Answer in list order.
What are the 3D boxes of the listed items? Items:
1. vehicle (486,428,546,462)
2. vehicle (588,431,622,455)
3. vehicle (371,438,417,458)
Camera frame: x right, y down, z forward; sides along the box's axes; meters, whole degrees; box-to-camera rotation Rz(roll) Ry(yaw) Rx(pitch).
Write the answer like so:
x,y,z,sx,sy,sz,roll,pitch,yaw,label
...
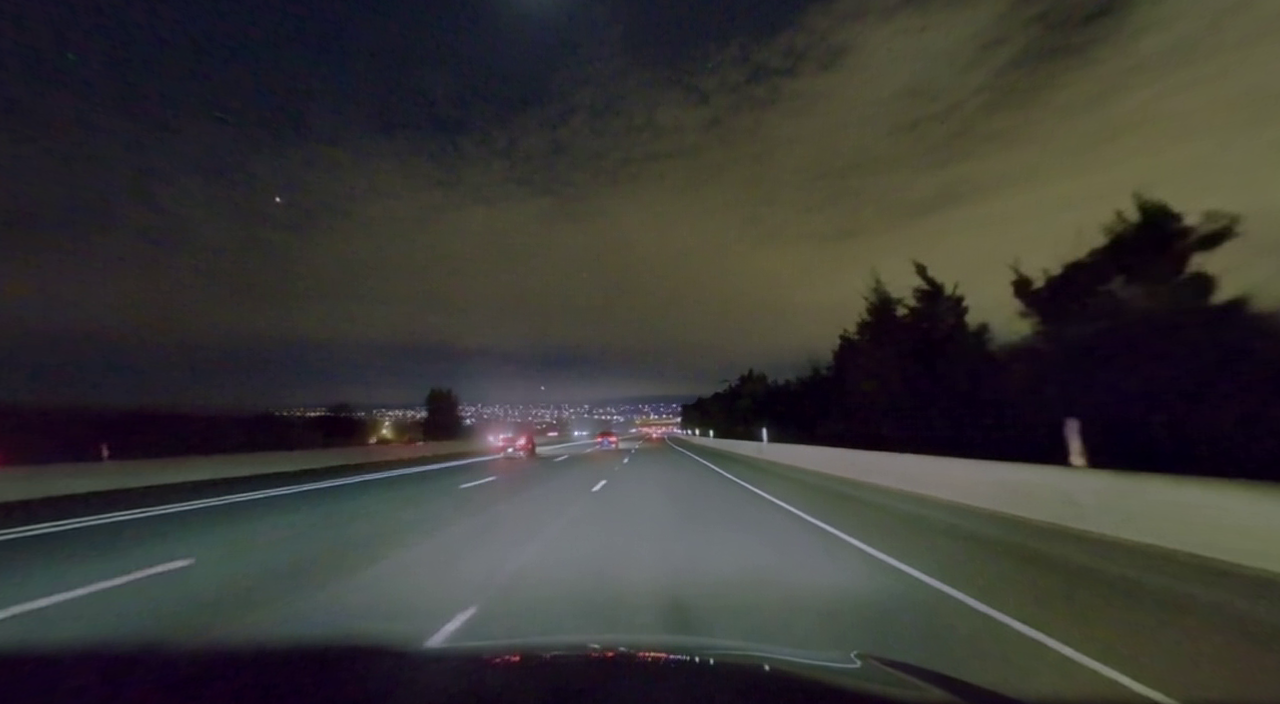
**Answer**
x,y,z,sx,sy,sz,roll,pitch,yaw,label
-6.288,4.774,32.379,2.113,1.632,4.409,0,-8,1,vehicle
-2.352,6.283,43.616,2.064,1.571,4.225,0,-8,1,vehicle
-18.928,7.397,48.532,1.898,1.466,3.956,0,-7,0,vehicle
